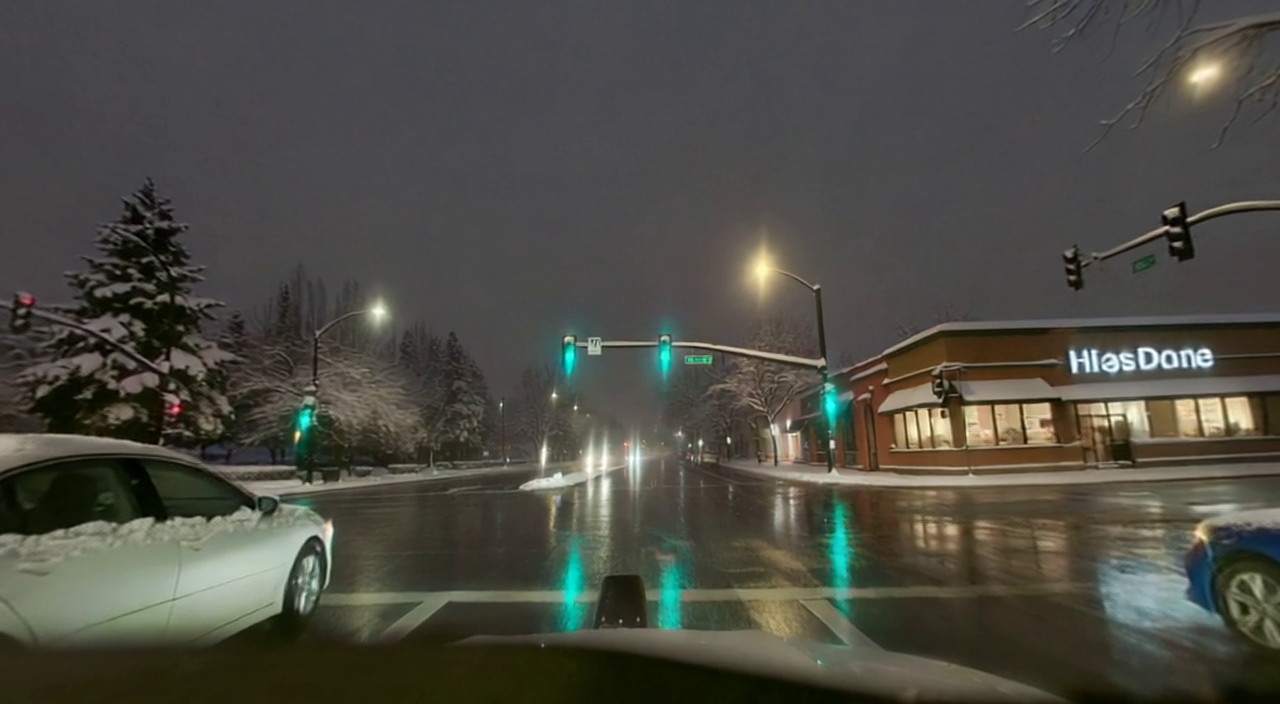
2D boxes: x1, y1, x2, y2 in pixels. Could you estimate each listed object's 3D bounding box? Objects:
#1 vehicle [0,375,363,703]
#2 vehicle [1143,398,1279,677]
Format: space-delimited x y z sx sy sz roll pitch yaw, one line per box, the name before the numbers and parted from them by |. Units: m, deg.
vehicle | -3.491 1.054 3.422 1.947 1.627 4.248 0 -9 1
vehicle | 4.842 0.915 2.467 2.039 1.655 4.495 0 -9 1
